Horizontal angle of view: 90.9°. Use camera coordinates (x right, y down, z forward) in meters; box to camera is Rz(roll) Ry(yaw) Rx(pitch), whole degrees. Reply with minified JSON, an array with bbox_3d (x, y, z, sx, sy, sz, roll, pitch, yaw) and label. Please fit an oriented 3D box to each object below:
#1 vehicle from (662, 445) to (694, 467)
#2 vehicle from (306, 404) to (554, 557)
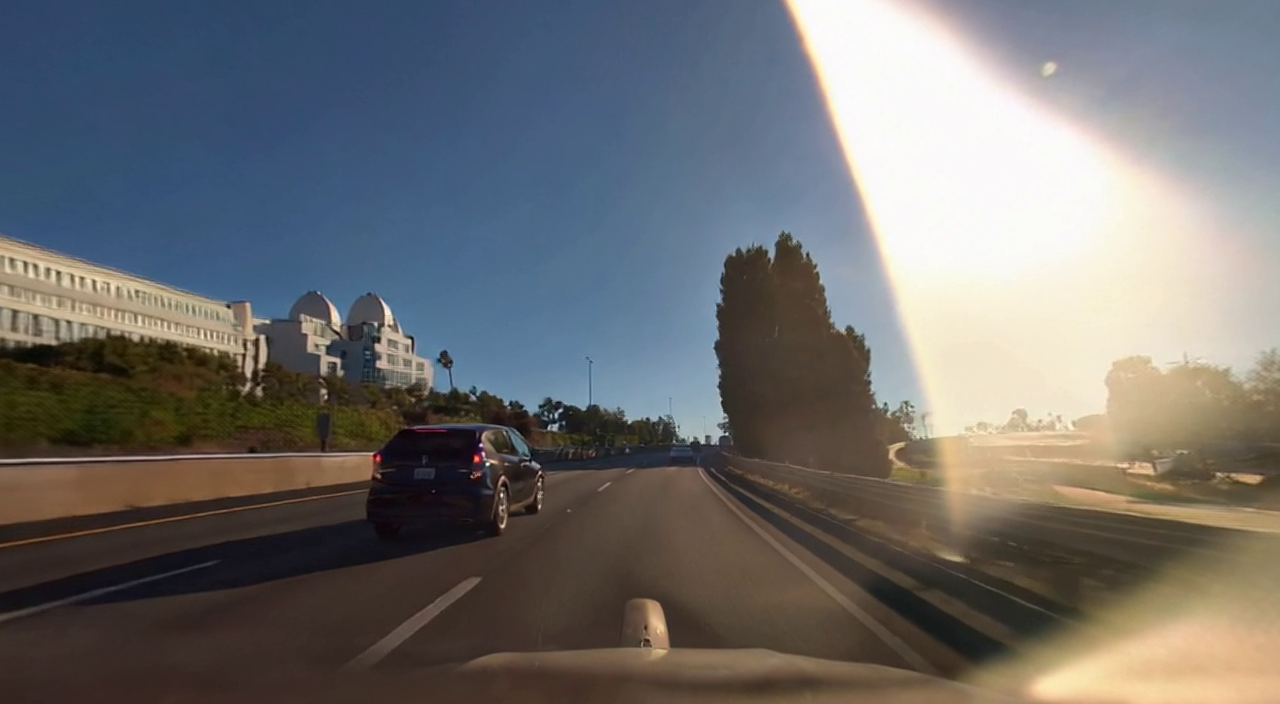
[{"bbox_3d":[2.673,7.309,44.318,2.158,1.458,3.656,-1,-9,4],"label":"vehicle"},{"bbox_3d":[-2.867,1.918,10.096,2.185,1.823,4.854,0,-9,2],"label":"vehicle"}]
